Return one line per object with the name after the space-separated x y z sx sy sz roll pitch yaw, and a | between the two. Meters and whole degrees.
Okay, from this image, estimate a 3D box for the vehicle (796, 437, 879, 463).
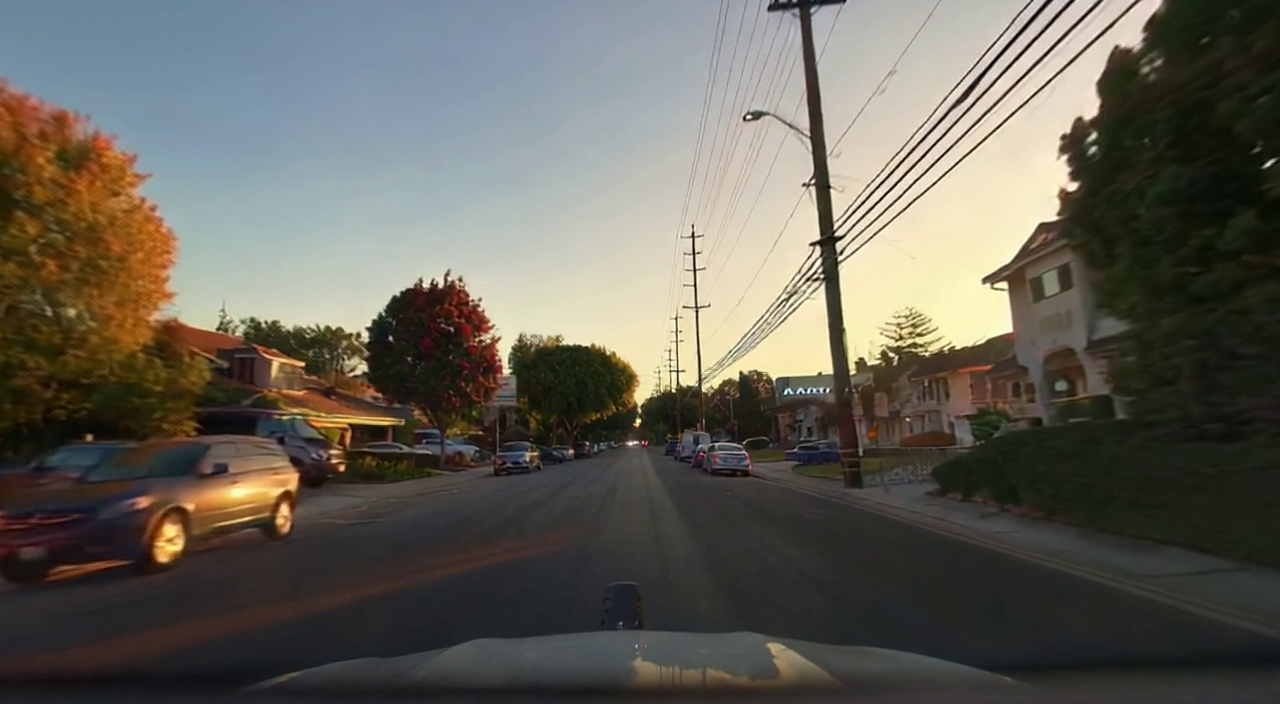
12.482 6.225 40.004 4.606 1.484 2.042 1 -10 1 | vehicle

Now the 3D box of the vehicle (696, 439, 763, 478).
3.718 4.513 27.059 2.112 1.528 4.944 0 -8 -1 | vehicle

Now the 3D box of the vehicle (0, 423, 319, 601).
-6.257 1.814 8.113 2.012 1.639 4.310 -1 -8 -1 | vehicle

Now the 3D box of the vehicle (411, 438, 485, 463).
-13.328 6.885 43.983 4.528 1.713 1.947 0 -8 -1 | vehicle

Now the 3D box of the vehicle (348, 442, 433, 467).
-15.342 6.326 38.837 4.388 1.466 2.008 0 -8 -1 | vehicle

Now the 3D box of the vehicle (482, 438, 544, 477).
-6.130 5.113 30.908 1.989 1.693 4.292 -1 -8 2 | vehicle
